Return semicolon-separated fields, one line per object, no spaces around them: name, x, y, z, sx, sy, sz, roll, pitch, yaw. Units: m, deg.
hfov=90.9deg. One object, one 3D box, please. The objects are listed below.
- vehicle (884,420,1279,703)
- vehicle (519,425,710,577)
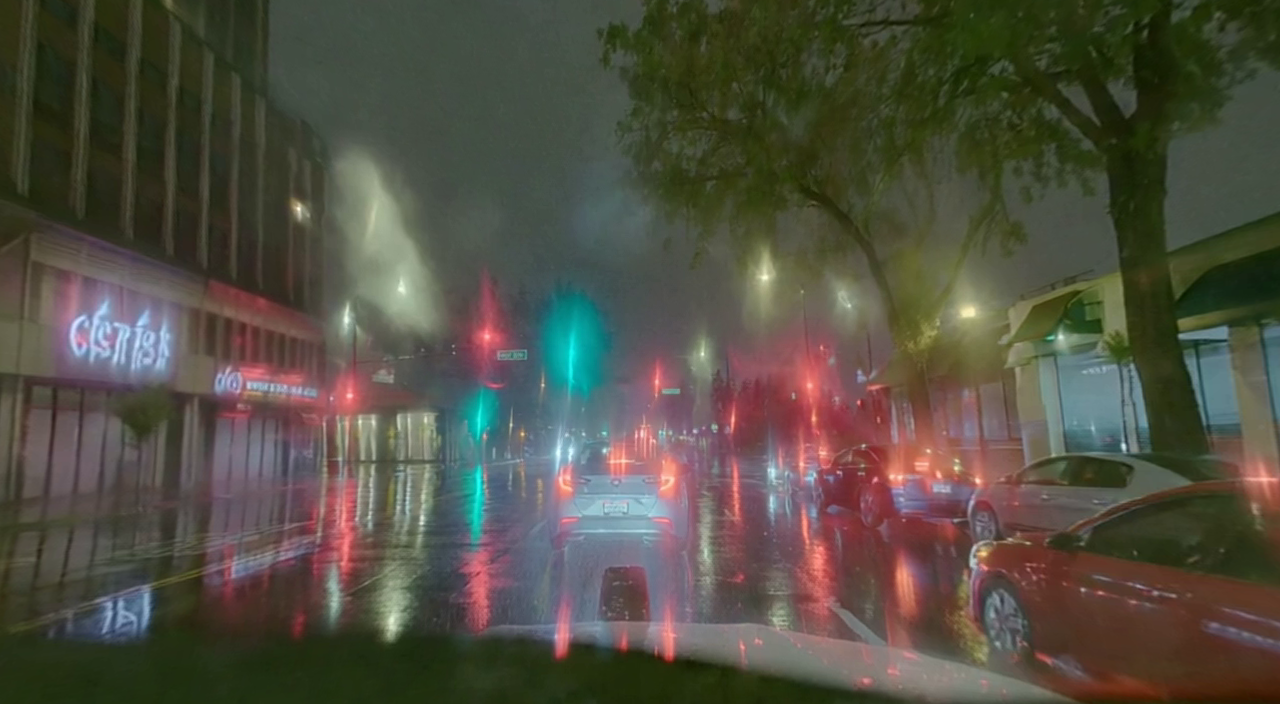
vehicle;3.207;1.130;3.152;2.006;1.496;4.767;0;-9;-1
vehicle;-0.257;1.758;8.172;1.888;1.489;3.703;0;-8;0
